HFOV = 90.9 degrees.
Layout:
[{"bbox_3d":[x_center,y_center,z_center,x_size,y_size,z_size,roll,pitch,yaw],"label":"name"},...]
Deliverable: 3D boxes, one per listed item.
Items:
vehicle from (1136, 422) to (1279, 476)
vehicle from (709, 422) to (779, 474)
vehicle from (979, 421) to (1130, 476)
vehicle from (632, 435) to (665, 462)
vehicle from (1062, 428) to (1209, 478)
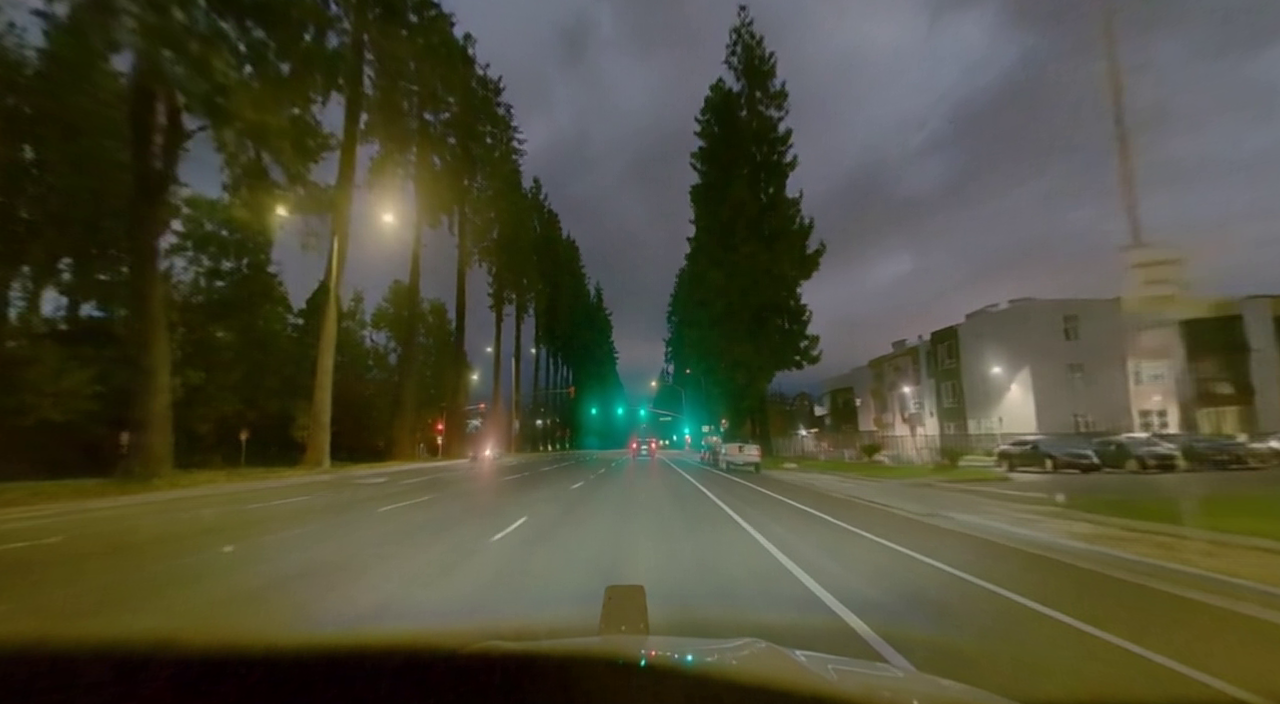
[{"bbox_3d":[20.074,3.356,22.225,1.885,1.712,4.208,0,-7,3],"label":"vehicle"},{"bbox_3d":[4.589,4.391,28.975,2.162,2.080,6.515,0,-8,1],"label":"vehicle"},{"bbox_3d":[14.522,3.431,22.529,2.069,1.747,4.822,0,-8,-1],"label":"vehicle"},{"bbox_3d":[0.606,6.610,43.480,2.169,1.751,4.276,0,-8,1],"label":"vehicle"},{"bbox_3d":[17.350,3.504,22.354,2.049,1.475,3.863,-3,-7,0],"label":"vehicle"}]
